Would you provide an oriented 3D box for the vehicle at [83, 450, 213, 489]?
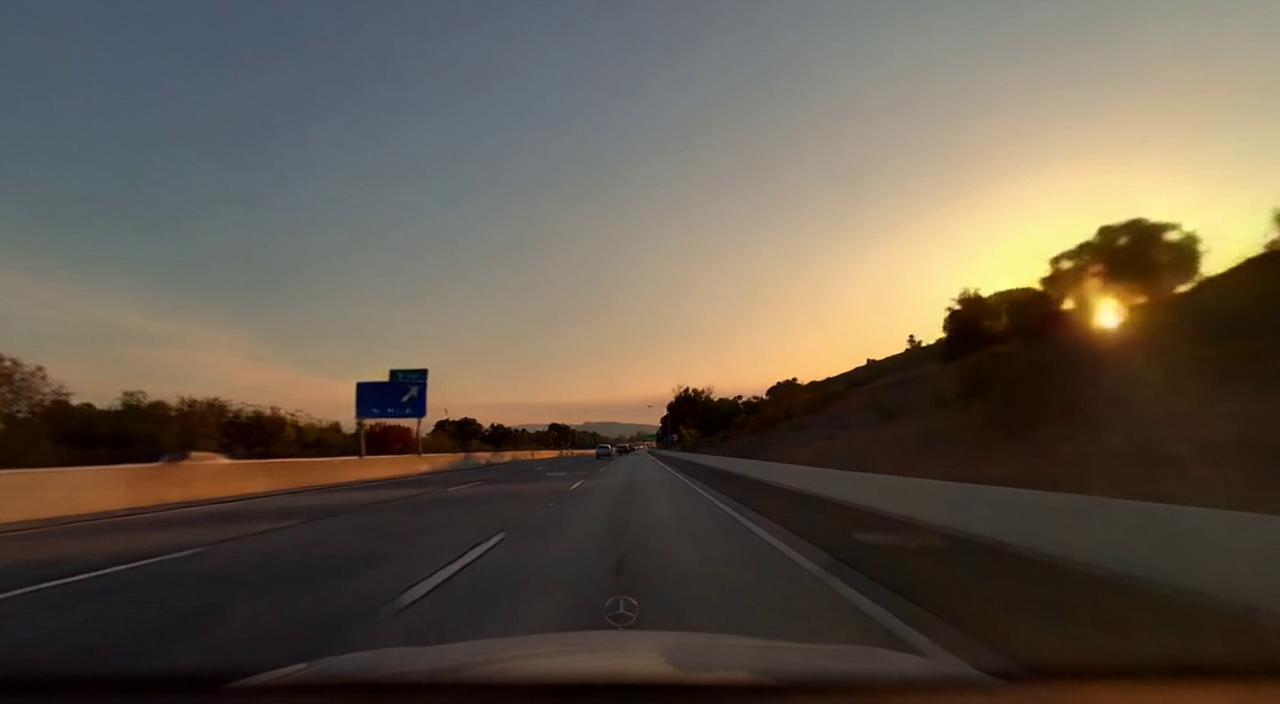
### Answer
[{"bbox_3d":[-20.706,4.932,26.767,1.867,1.452,4.519,0,-9,0],"label":"vehicle"}]
